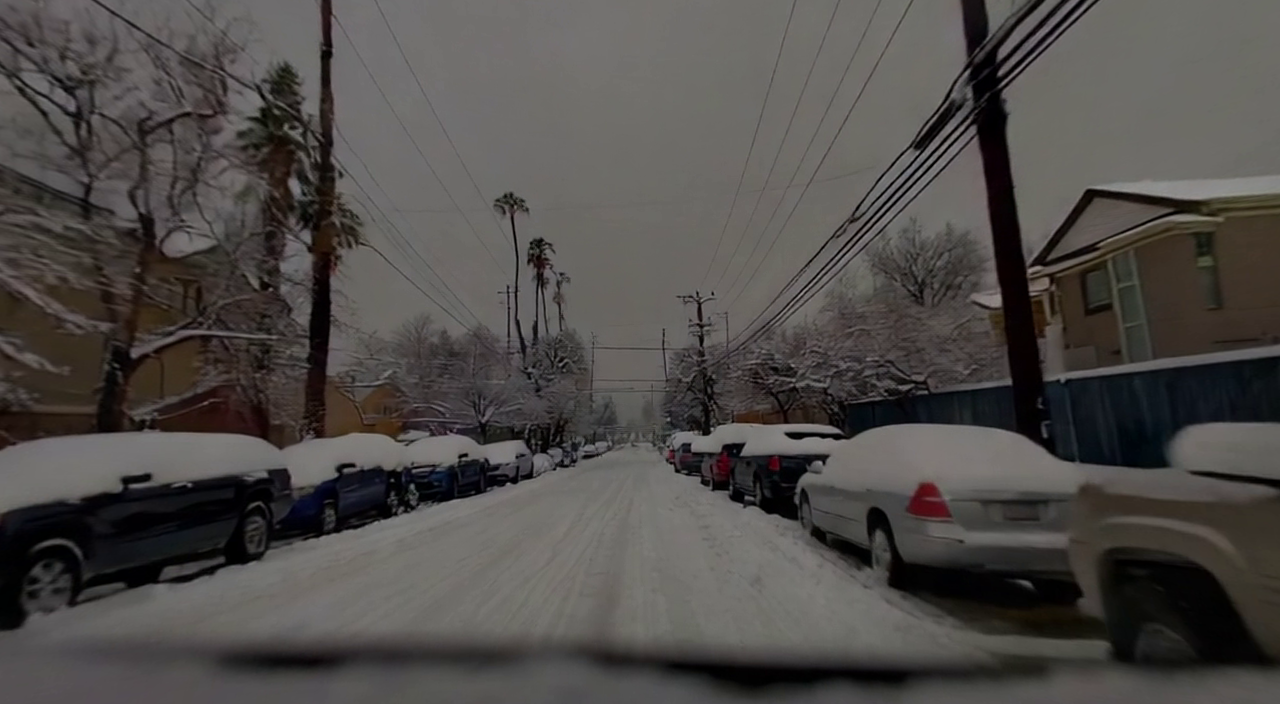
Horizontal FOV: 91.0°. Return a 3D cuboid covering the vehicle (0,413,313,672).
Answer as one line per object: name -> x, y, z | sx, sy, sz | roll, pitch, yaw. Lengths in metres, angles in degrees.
vehicle -> -6.120, 1.787, 7.116 | 2.349, 1.952, 4.848 | 0, -8, -2

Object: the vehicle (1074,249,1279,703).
vehicle -> 3.083, 0.439, 0.400 | 2.182, 1.964, 4.796 | 0, -8, 1

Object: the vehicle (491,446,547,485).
vehicle -> -6.475, 6.072, 34.176 | 2.131, 1.777, 4.783 | -3, -8, -1

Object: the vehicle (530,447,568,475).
vehicle -> -6.450, 7.742, 45.206 | 2.112, 1.847, 5.089 | 0, -8, -1

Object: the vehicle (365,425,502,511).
vehicle -> -6.137, 3.526, 19.729 | 2.281, 2.248, 5.873 | 0, -8, 0

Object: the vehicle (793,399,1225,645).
vehicle -> 3.026, 1.450, 6.357 | 1.880, 1.675, 3.928 | 0, -8, -1

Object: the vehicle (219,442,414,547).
vehicle -> -6.444, 2.811, 13.214 | 1.909, 1.806, 4.275 | 0, -8, -2
